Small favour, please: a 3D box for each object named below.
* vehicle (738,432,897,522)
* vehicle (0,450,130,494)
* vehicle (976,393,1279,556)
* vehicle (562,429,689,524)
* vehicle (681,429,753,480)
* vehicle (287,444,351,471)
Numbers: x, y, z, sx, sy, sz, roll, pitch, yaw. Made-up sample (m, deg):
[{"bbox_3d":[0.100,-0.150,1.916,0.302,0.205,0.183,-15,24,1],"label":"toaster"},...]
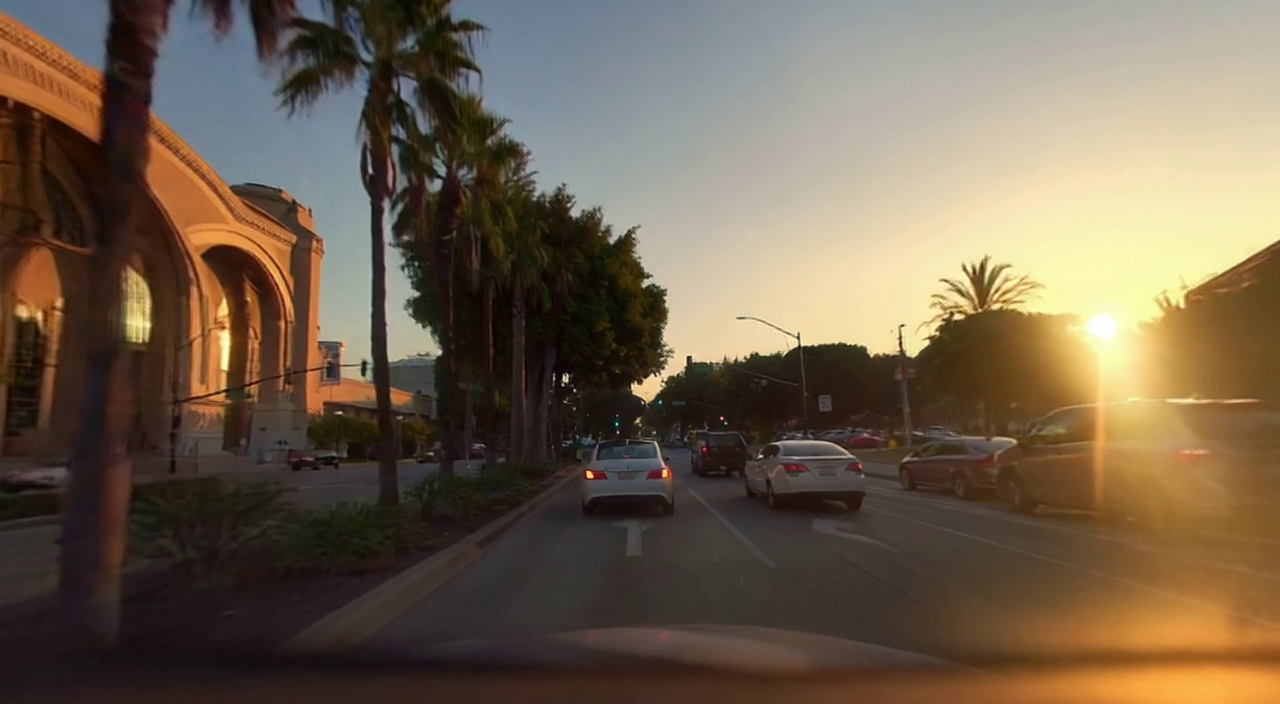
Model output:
[{"bbox_3d":[3.248,2.374,12.546,1.833,1.465,4.258,0,-8,-1],"label":"vehicle"},{"bbox_3d":[-24.429,5.017,26.797,1.870,1.636,4.375,0,-8,0],"label":"vehicle"},{"bbox_3d":[8.023,1.762,10.180,2.200,1.933,5.123,0,-7,-2],"label":"vehicle"},{"bbox_3d":[-0.257,2.305,12.190,2.050,1.521,3.747,0,-8,-1],"label":"vehicle"},{"bbox_3d":[3.137,4.429,27.640,2.127,1.854,7.971,0,-8,0],"label":"vehicle"},{"bbox_3d":[-21.379,7.055,42.318,1.958,1.675,4.389,0,-8,0],"label":"vehicle"}]
